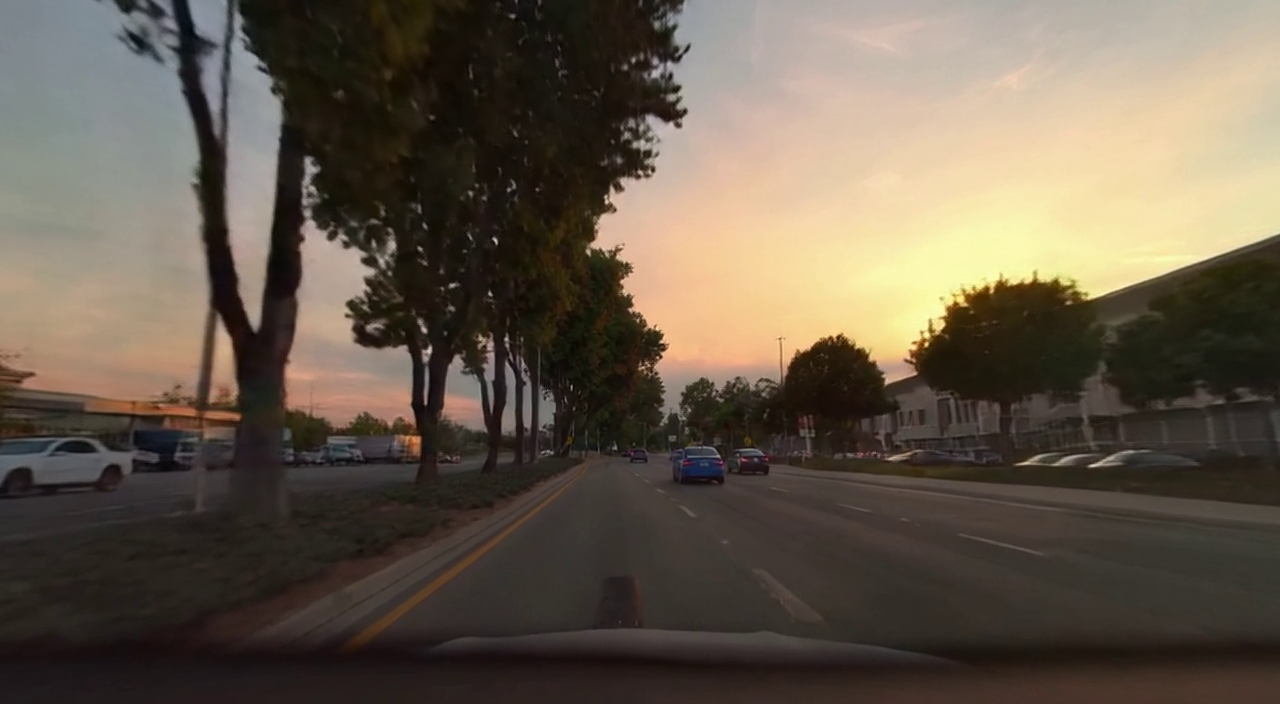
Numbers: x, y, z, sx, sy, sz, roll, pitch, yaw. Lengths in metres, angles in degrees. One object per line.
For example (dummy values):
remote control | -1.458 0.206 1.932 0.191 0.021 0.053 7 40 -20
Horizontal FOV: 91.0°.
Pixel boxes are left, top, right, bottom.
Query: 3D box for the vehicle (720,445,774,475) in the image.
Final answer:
vehicle | 5.752 5.868 34.375 1.886 1.528 4.169 1 -9 -5

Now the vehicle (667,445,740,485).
vehicle | 2.459 4.532 25.558 2.256 1.451 4.313 0 -9 -4

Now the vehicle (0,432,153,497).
vehicle | -21.904 4.068 23.055 2.593 2.075 6.841 0 -9 1

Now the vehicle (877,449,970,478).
vehicle | 15.924 6.238 35.360 4.486 1.532 1.939 3 -9 -16

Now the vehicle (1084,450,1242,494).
vehicle | 19.331 4.379 23.317 4.646 1.479 2.070 2 -9 -15
